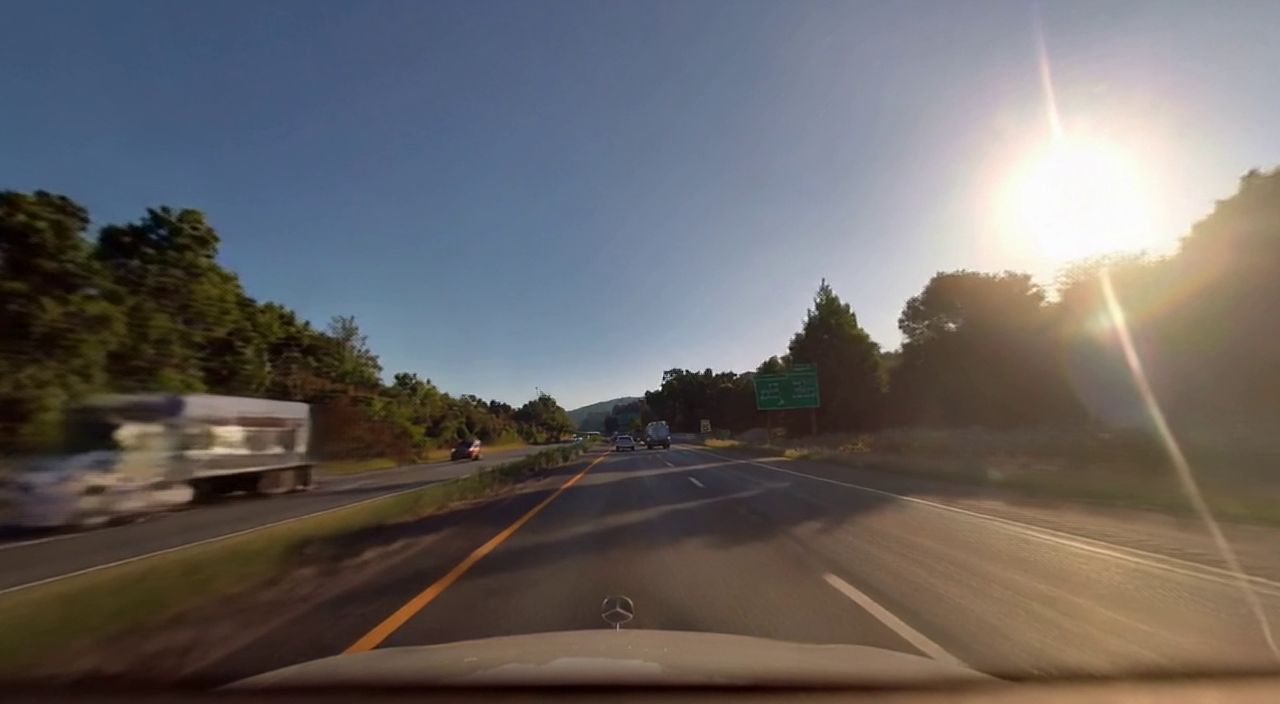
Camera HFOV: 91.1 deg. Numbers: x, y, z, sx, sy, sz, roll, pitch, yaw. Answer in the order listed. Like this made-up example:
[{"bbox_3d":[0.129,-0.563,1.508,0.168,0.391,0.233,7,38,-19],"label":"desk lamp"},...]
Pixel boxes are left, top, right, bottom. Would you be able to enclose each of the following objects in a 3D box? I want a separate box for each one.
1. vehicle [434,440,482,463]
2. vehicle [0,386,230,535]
[{"bbox_3d":[-12.796,7.009,44.496,1.985,1.544,4.619,0,-8,0],"label":"vehicle"},{"bbox_3d":[-12.469,2.323,14.227,2.337,2.633,5.925,0,-8,0],"label":"vehicle"}]
